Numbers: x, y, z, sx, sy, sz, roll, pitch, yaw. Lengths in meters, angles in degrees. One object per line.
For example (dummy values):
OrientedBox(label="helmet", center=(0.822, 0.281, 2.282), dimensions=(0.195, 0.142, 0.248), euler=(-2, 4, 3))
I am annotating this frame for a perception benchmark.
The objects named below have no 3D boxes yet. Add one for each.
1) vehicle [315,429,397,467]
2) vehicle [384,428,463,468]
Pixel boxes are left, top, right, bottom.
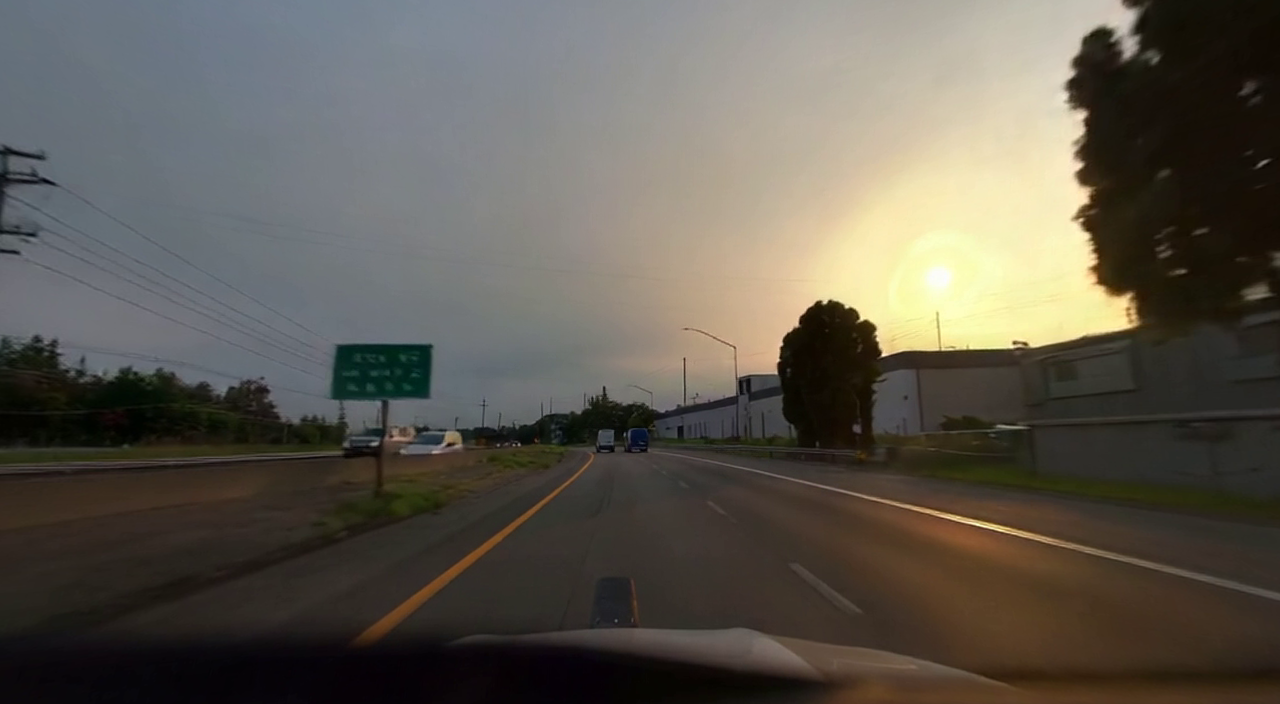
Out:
OrientedBox(label="vehicle", center=(-12.830, 4.349, 28.755), dimensions=(1.891, 1.569, 4.069), euler=(0, -8, -1))
OrientedBox(label="vehicle", center=(-8.900, 3.983, 26.272), dimensions=(1.857, 1.503, 4.438), euler=(0, -8, -2))
